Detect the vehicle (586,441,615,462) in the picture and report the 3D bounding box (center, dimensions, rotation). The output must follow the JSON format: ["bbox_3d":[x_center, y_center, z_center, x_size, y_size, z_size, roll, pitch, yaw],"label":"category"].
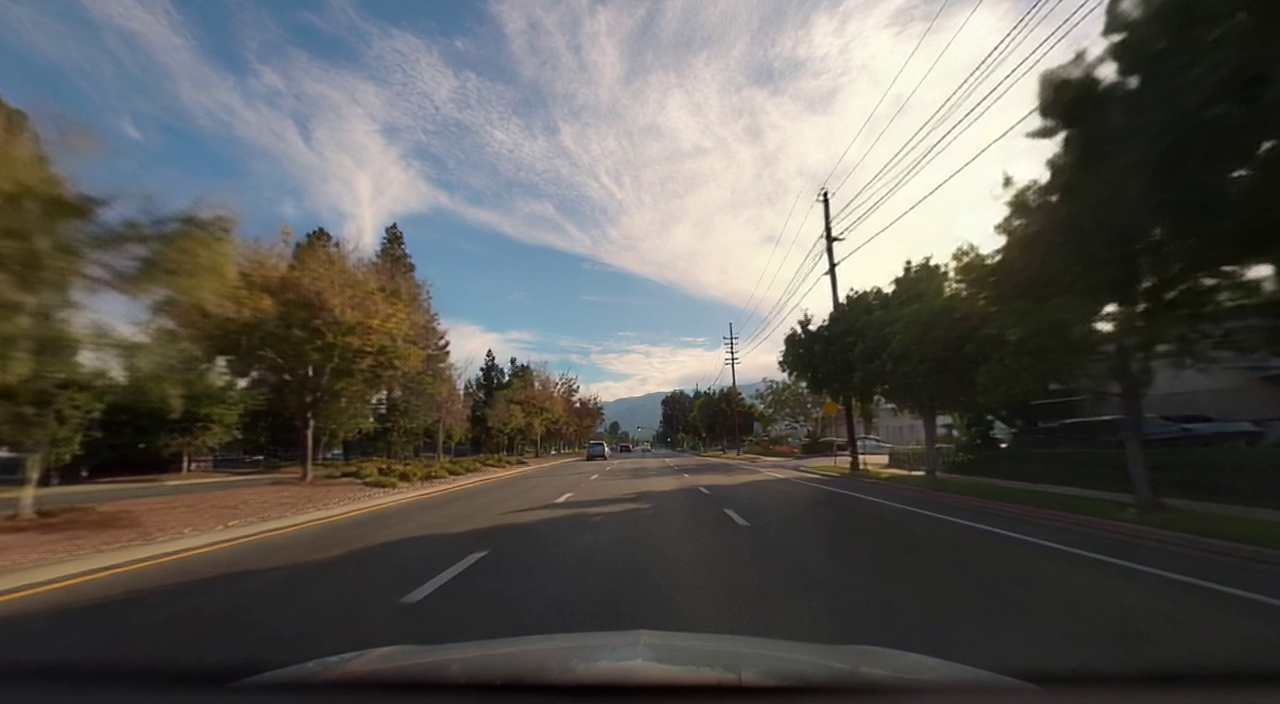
[{"bbox_3d":[-3.008,7.698,48.697,2.007,1.514,4.049,0,-9,1],"label":"vehicle"}]
